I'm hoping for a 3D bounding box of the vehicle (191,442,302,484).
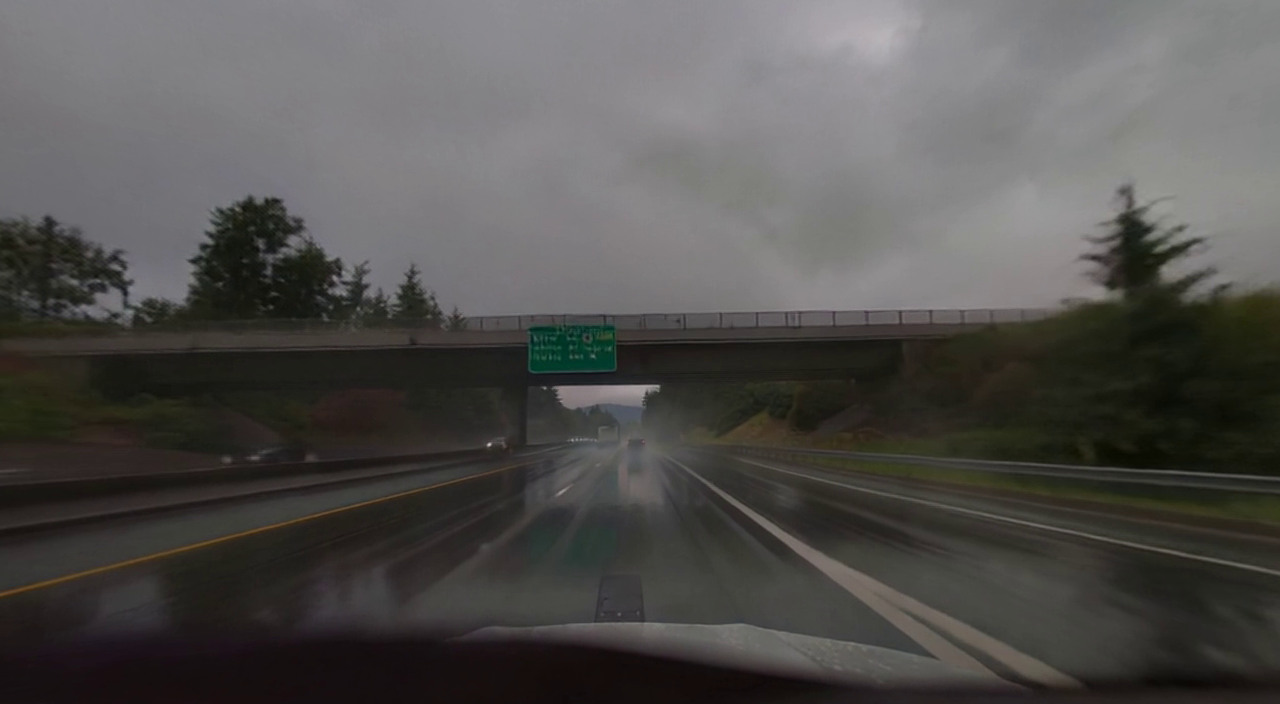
[{"bbox_3d":[-16.347,4.605,26.467,1.976,1.573,4.201,0,-8,-1],"label":"vehicle"}]
